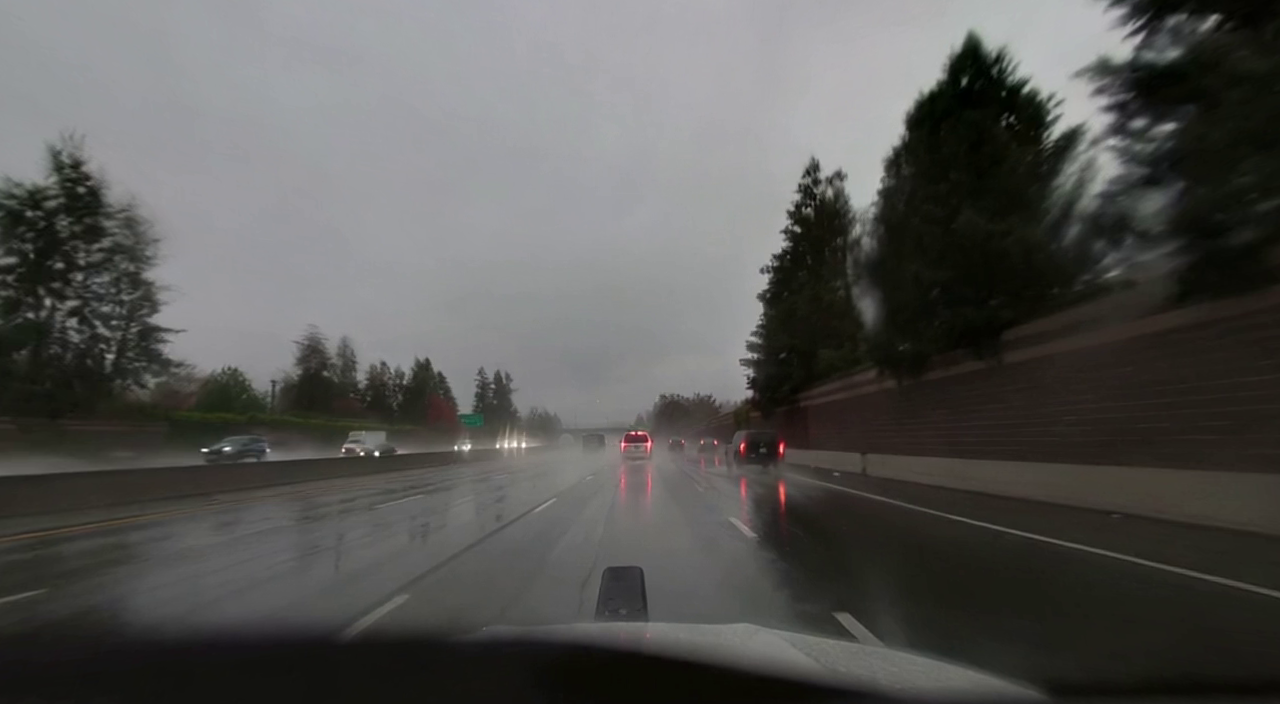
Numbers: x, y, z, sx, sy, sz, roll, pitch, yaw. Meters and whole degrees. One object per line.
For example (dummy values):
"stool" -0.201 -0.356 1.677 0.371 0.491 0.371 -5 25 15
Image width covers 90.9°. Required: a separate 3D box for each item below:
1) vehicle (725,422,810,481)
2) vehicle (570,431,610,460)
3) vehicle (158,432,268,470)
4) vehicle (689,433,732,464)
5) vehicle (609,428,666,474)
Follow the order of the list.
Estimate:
"vehicle" 4.264 3.434 21.883 2.017 1.847 4.299 0 -9 0
"vehicle" -3.481 6.687 44.971 2.274 1.896 5.571 0 -9 2
"vehicle" -29.173 6.805 43.502 2.645 2.416 6.919 0 -9 1
"vehicle" 3.944 5.495 35.976 2.001 1.651 3.916 0 -9 0
"vehicle" -0.085 4.219 26.912 2.233 1.804 4.273 0 -9 0
